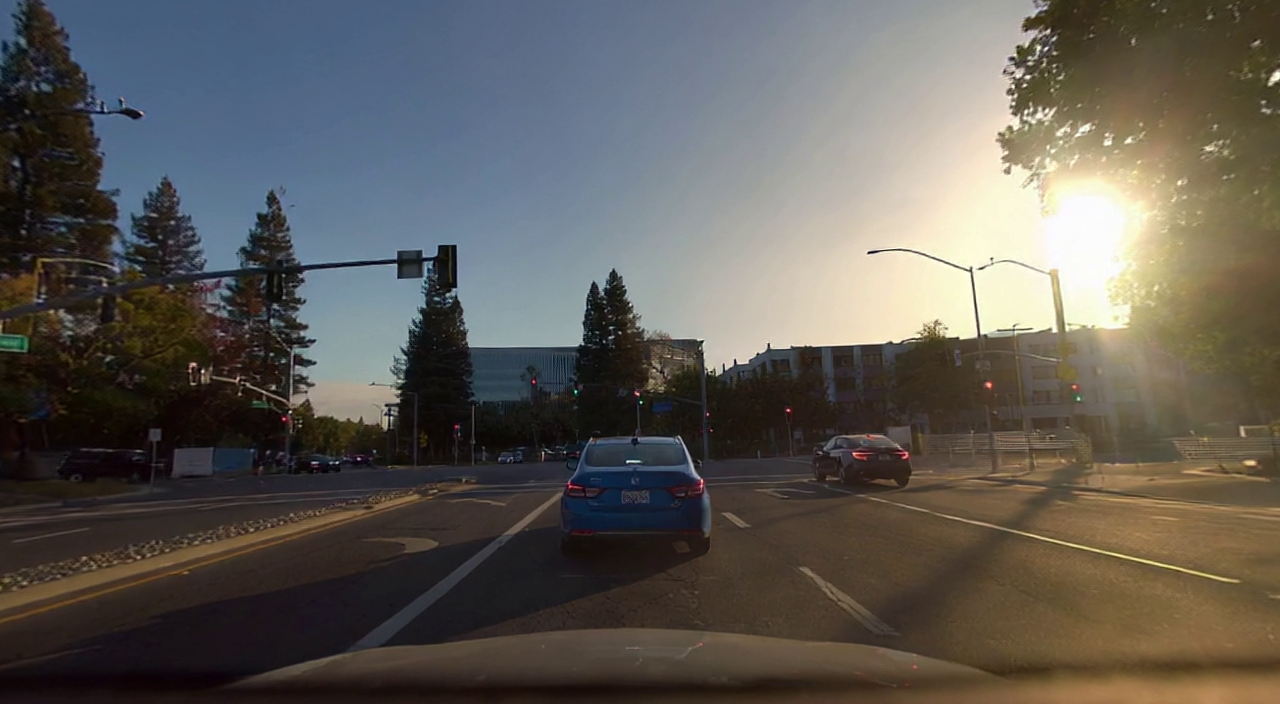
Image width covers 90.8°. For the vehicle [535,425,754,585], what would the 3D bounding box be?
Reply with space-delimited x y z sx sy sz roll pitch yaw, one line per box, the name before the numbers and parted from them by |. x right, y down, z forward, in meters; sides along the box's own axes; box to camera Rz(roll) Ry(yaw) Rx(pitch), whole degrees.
vehicle | -0.016 1.763 8.146 2.070 1.488 4.206 0 -8 -2

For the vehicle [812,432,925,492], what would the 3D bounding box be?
vehicle | 7.056 3.439 20.072 2.039 1.692 4.319 0 -8 1

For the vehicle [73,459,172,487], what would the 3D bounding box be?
vehicle | -32.390 7.556 39.638 4.401 1.625 1.863 0 -8 -4
